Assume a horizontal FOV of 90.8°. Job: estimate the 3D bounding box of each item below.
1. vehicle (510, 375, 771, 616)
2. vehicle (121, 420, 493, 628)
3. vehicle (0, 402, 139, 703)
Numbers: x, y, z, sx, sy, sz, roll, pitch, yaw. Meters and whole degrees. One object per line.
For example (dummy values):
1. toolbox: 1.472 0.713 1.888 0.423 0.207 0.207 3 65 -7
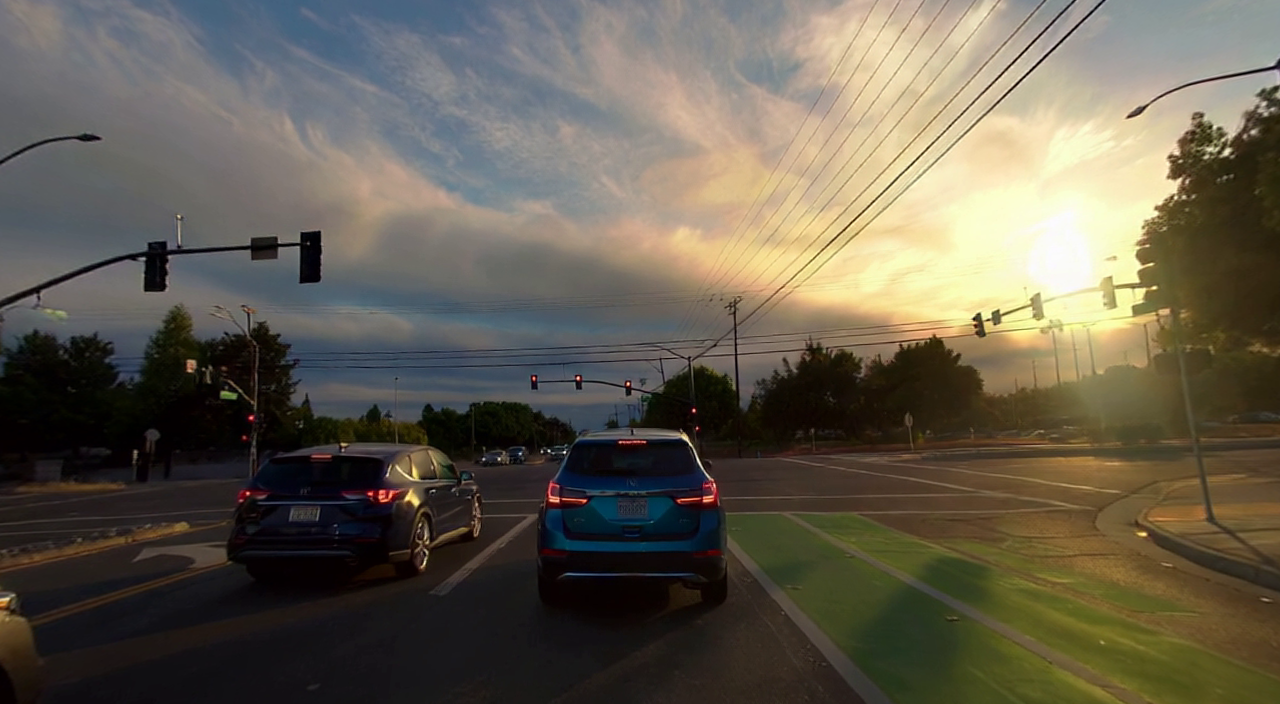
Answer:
1. vehicle: -0.032 1.562 7.645 2.036 1.885 5.196 0 -10 -1
2. vehicle: -2.915 1.593 6.646 1.726 1.506 3.840 0 -10 1
3. vehicle: -3.482 0.651 0.317 2.138 1.488 5.327 0 -8 0
